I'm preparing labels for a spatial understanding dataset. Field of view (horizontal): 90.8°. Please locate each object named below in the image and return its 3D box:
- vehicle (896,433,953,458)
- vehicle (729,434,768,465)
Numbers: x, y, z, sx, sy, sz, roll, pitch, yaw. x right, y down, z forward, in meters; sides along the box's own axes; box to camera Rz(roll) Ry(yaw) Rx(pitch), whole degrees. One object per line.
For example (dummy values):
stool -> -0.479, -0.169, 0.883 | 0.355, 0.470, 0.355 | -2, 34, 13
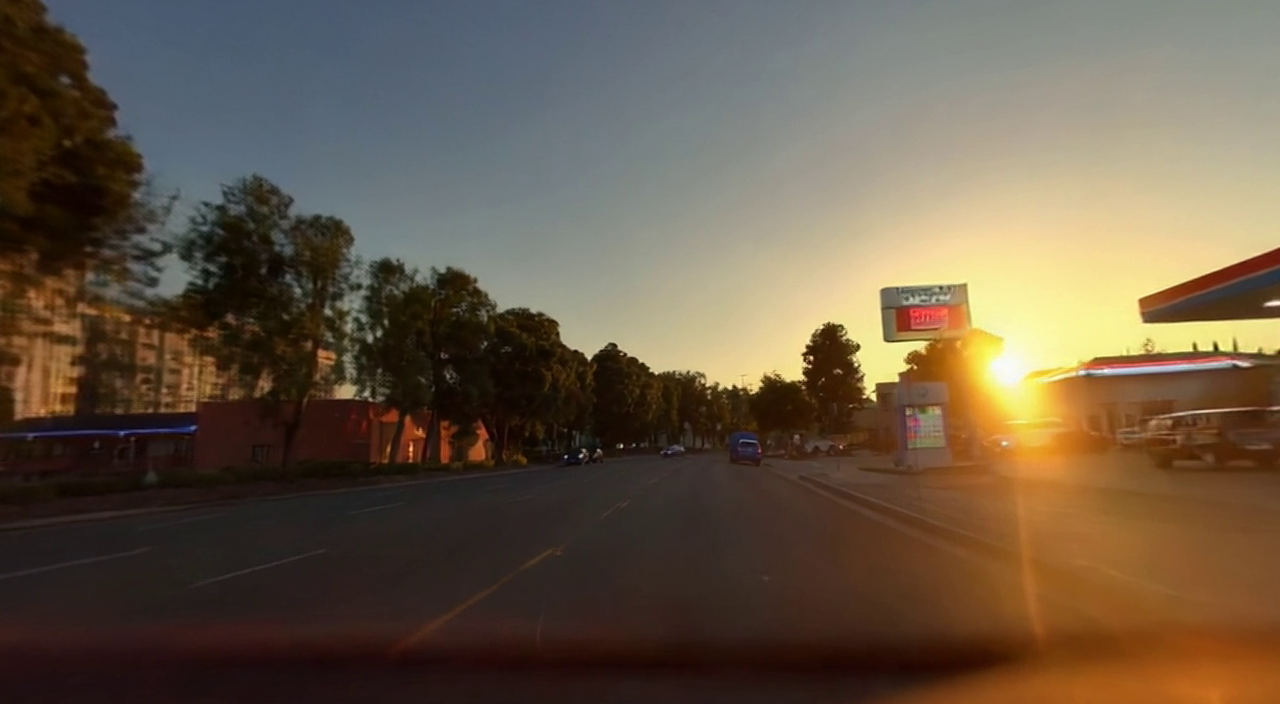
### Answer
vehicle -> 17.464, 5.792, 38.996 | 1.919, 1.411, 4.440 | -1, -9, 7
vehicle -> 6.932, 6.301, 40.995 | 2.194, 1.896, 5.049 | -1, -9, 7
